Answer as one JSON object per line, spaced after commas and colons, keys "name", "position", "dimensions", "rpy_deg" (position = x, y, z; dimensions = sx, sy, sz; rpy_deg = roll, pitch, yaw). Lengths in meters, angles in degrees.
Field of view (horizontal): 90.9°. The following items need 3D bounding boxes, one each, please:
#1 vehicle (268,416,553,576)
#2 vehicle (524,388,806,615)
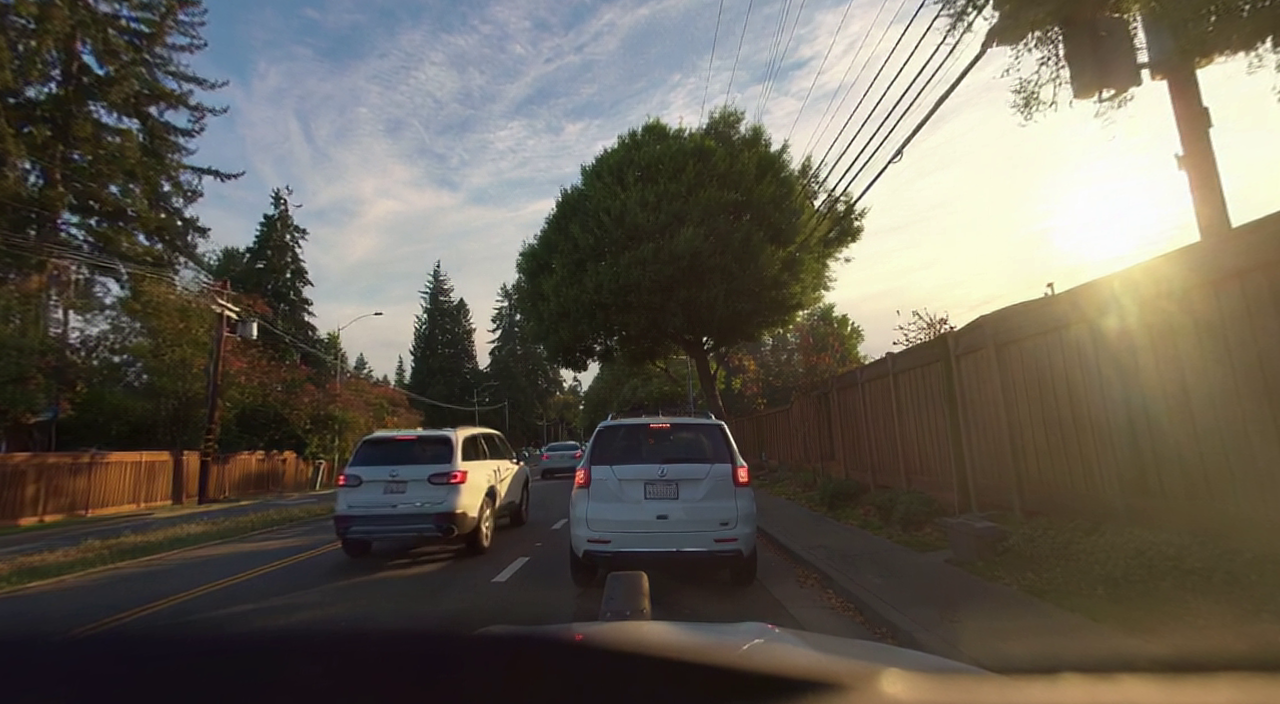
{"name": "vehicle", "position": [-2.734, 1.855, 8.996], "dimensions": [2.176, 1.653, 4.666], "rpy_deg": [0, -9, 2]}
{"name": "vehicle", "position": [0.197, 1.462, 7.020], "dimensions": [2.174, 1.749, 4.113], "rpy_deg": [0, -9, 0]}
